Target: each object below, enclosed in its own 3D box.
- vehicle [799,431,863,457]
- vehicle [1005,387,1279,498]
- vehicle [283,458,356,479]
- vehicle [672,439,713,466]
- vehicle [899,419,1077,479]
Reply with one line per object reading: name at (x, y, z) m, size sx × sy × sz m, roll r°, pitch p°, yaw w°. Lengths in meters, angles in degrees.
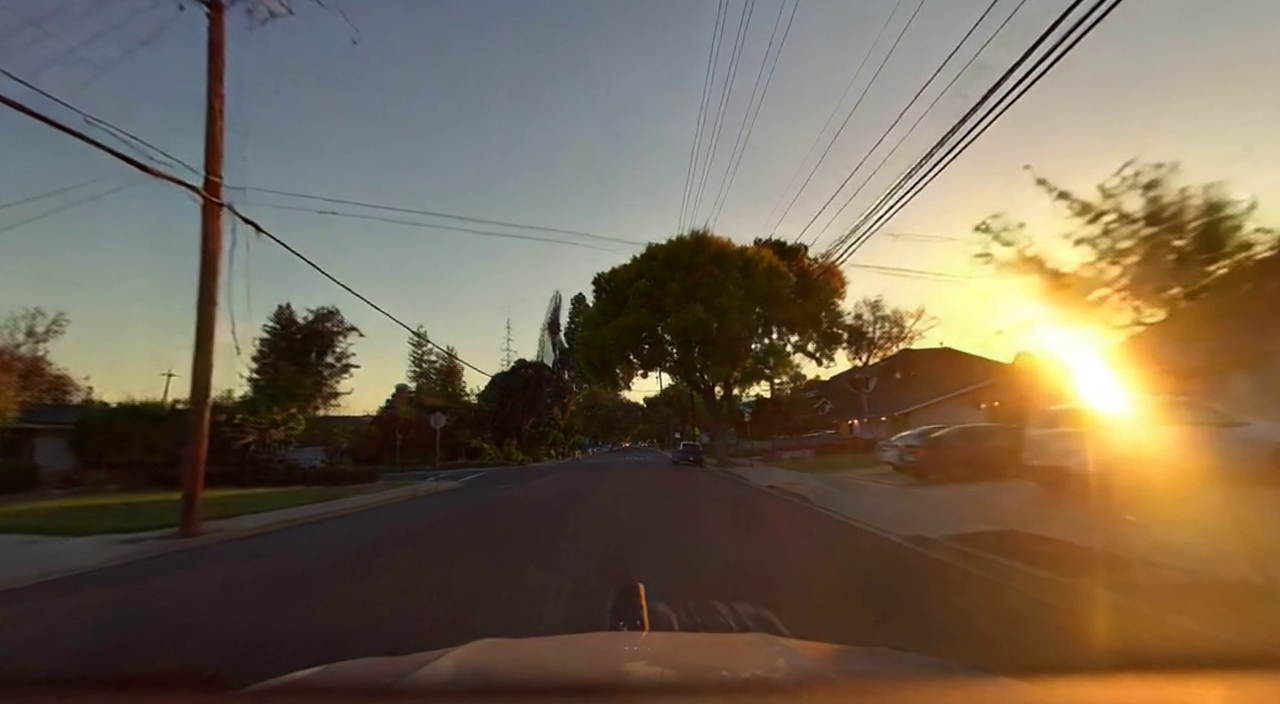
vehicle at (14.959, 7.244, 49.703) m, size 4.283 × 1.660 × 2.035 m, roll -3°, pitch -6°, yaw -1°
vehicle at (11.129, 1.826, 12.705) m, size 5.968 × 1.963 × 2.573 m, roll 1°, pitch -8°, yaw -2°
vehicle at (-24.231, 8.816, 47.832) m, size 4.479 × 1.475 × 1.842 m, roll 0°, pitch -8°, yaw 2°
vehicle at (3.454, 6.740, 42.454) m, size 2.134 × 1.720 × 4.515 m, roll 1°, pitch -8°, yaw -3°
vehicle at (10.953, 3.085, 20.202) m, size 4.382 × 1.794 × 2.100 m, roll 0°, pitch -8°, yaw 2°
